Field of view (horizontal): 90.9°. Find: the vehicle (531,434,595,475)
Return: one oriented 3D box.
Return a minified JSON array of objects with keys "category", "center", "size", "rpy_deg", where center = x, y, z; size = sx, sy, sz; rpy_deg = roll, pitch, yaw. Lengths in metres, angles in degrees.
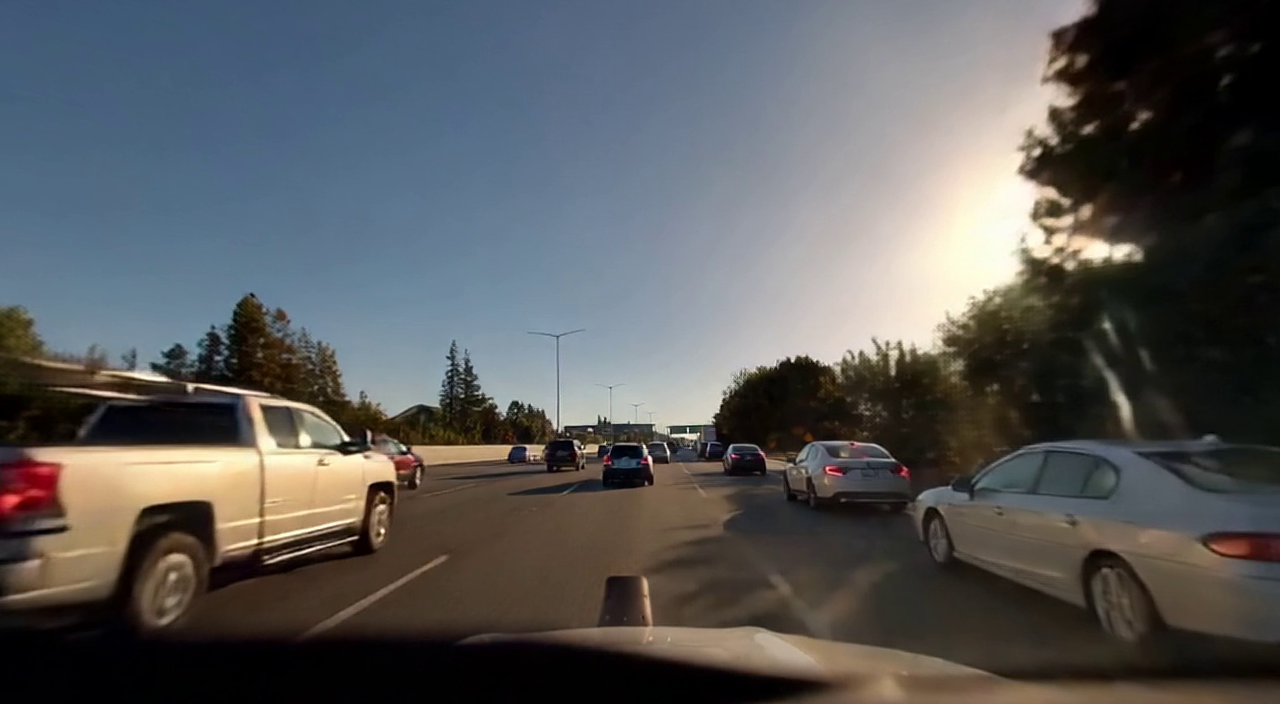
[{"category":"vehicle","center":[-3.594,4.936,30.636],"size":[2.110,1.811,5.585],"rpy_deg":[-1,-8,3]}]

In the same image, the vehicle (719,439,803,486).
[{"category":"vehicle","center":[4.160,3.874,22.569],"size":[1.907,1.474,4.840],"rpy_deg":[0,-8,-2]}]

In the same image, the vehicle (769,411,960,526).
[{"category":"vehicle","center":[3.963,2.151,12.134],"size":[1.999,1.777,4.578],"rpy_deg":[0,-8,1]}]

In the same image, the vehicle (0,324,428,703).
[{"category":"vehicle","center":[-4.123,1.202,5.440],"size":[2.395,1.892,5.995],"rpy_deg":[0,-8,1]}]

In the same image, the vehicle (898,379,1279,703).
[{"category":"vehicle","center":[3.710,1.146,4.304],"size":[1.984,1.567,4.475],"rpy_deg":[0,-8,0]}]

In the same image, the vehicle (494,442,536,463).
[{"category":"vehicle","center":[-9.387,7.596,47.740],"size":[1.907,1.508,4.608],"rpy_deg":[-1,-8,5]}]

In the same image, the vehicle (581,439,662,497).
[{"category":"vehicle","center":[-0.409,3.288,18.247],"size":[2.070,1.456,4.029],"rpy_deg":[0,-8,2]}]
